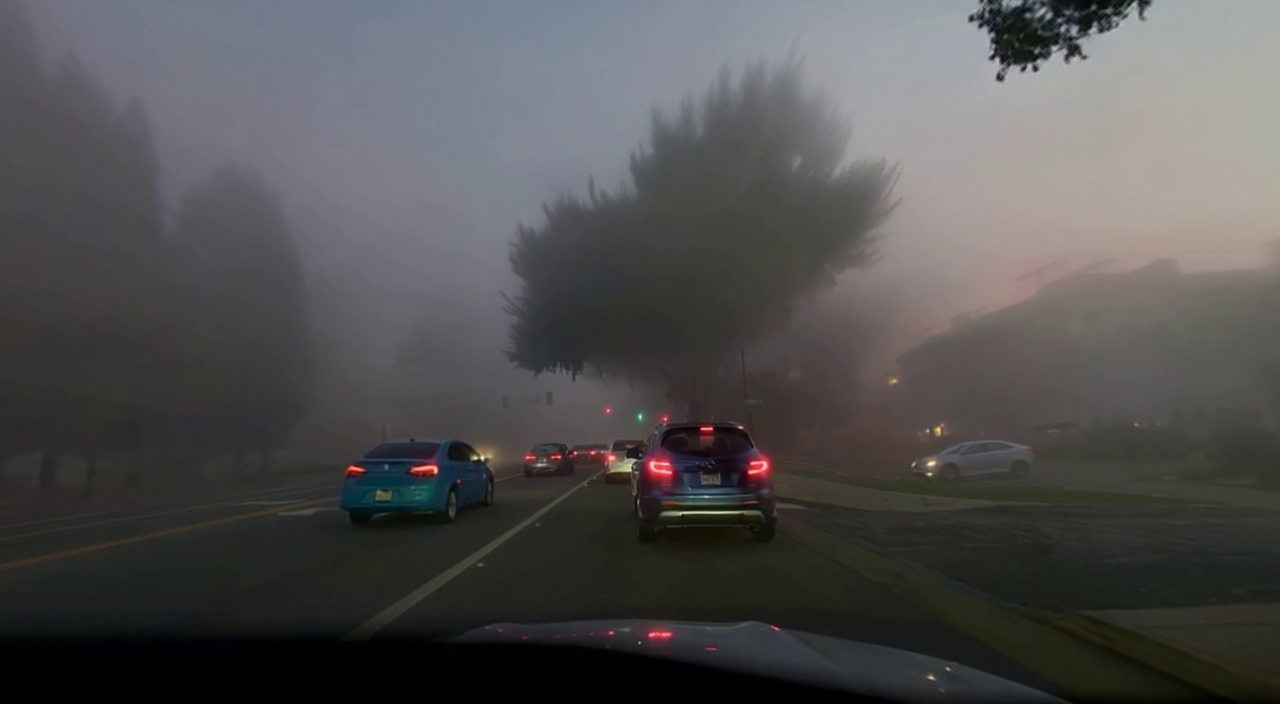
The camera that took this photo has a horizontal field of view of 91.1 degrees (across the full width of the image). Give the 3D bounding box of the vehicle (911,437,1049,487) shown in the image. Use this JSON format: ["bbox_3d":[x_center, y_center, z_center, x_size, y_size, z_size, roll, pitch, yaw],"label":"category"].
[{"bbox_3d":[12.292,4.005,22.917,3.871,1.525,1.835,-3,-9,0],"label":"vehicle"}]

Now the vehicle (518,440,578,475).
[{"bbox_3d":[-4.057,4.734,28.420,2.042,1.470,4.123,0,-8,1],"label":"vehicle"}]

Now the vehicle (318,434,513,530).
[{"bbox_3d":[-3.921,2.334,11.916,2.026,1.466,4.282,0,-8,2],"label":"vehicle"}]

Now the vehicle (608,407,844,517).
[{"bbox_3d":[1.708,2.306,13.584,4.642,1.955,2.052,-7,-11,40],"label":"vehicle"}]
